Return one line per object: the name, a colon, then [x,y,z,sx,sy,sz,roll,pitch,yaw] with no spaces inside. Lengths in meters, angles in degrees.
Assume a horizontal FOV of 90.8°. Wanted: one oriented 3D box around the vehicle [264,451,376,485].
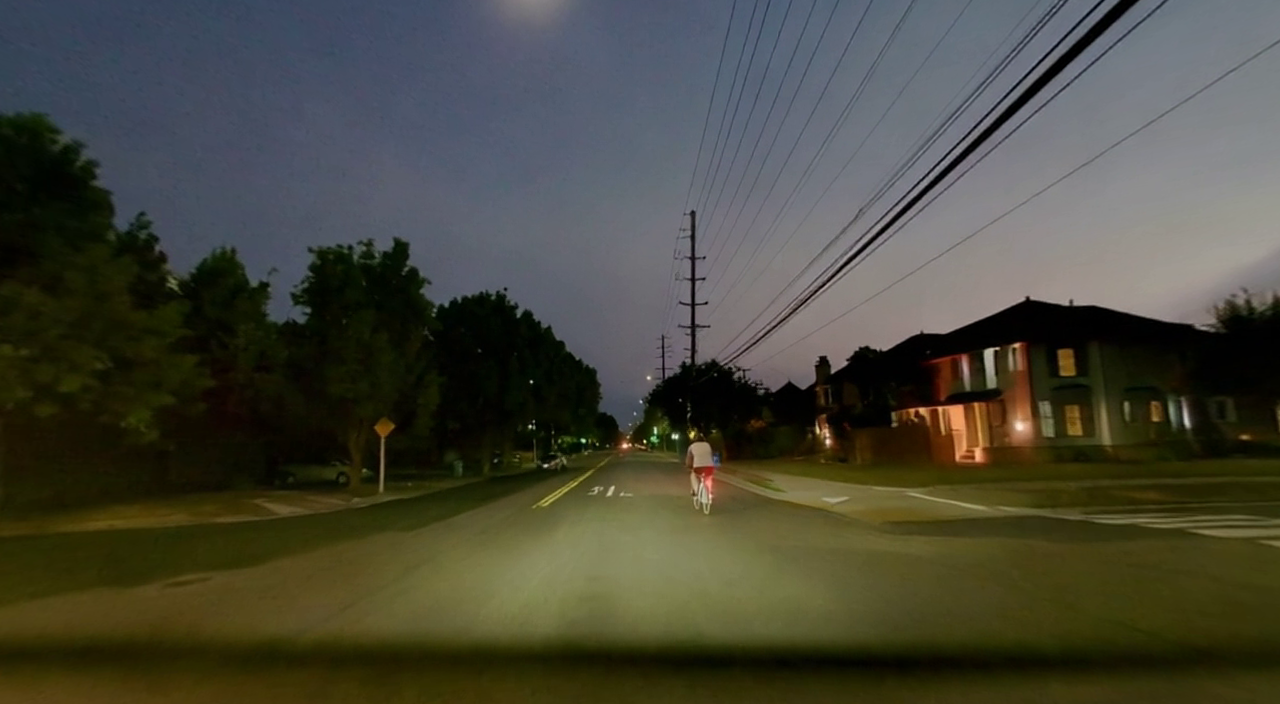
vehicle: [-14.637,5.316,29.059,4.143,1.480,1.755,0,-8,-2]
